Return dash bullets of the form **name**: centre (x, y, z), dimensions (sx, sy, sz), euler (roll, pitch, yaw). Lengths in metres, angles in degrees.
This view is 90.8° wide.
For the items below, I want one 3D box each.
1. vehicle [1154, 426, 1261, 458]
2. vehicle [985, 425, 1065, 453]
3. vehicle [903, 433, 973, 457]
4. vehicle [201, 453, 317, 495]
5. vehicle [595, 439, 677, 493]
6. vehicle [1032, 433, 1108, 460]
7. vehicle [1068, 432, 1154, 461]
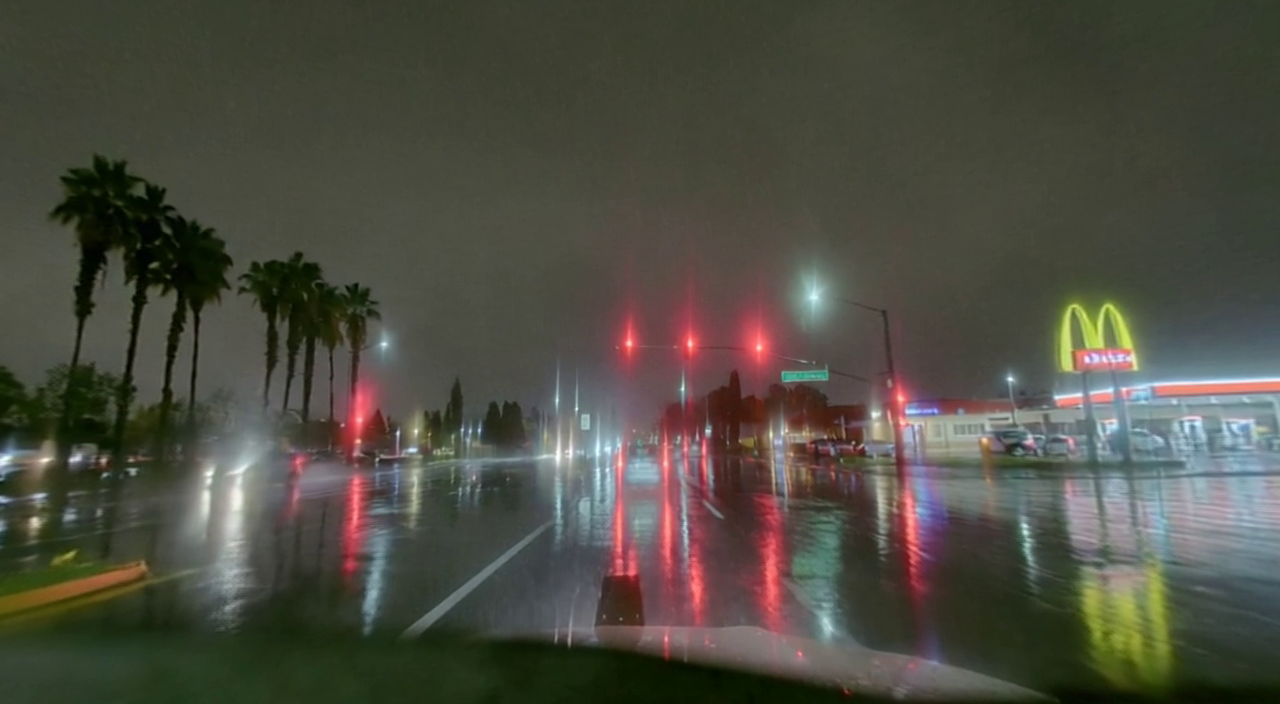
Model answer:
- **vehicle**: centre (31.816, 5.082, 35.596), dimensions (1.903, 1.630, 4.320), euler (0, -9, -1)
- **vehicle**: centre (24.504, 5.577, 40.322), dimensions (3.783, 1.560, 1.853), euler (-4, -10, 11)
- **vehicle**: centre (19.497, 6.102, 41.482), dimensions (3.833, 1.495, 1.892), euler (-3, -9, 17)
- **vehicle**: centre (-15.362, 4.902, 25.805), dimensions (1.896, 1.508, 4.659), euler (0, -9, -1)
- **vehicle**: centre (-0.148, 3.547, 19.989), dimensions (2.270, 1.475, 4.571), euler (0, -9, -1)
- **vehicle**: centre (24.203, 5.348, 35.714), dimensions (1.738, 1.462, 3.609), euler (0, -9, 0)
- **vehicle**: centre (26.288, 5.318, 35.442), dimensions (1.923, 1.501, 3.849), euler (-1, -9, 2)
